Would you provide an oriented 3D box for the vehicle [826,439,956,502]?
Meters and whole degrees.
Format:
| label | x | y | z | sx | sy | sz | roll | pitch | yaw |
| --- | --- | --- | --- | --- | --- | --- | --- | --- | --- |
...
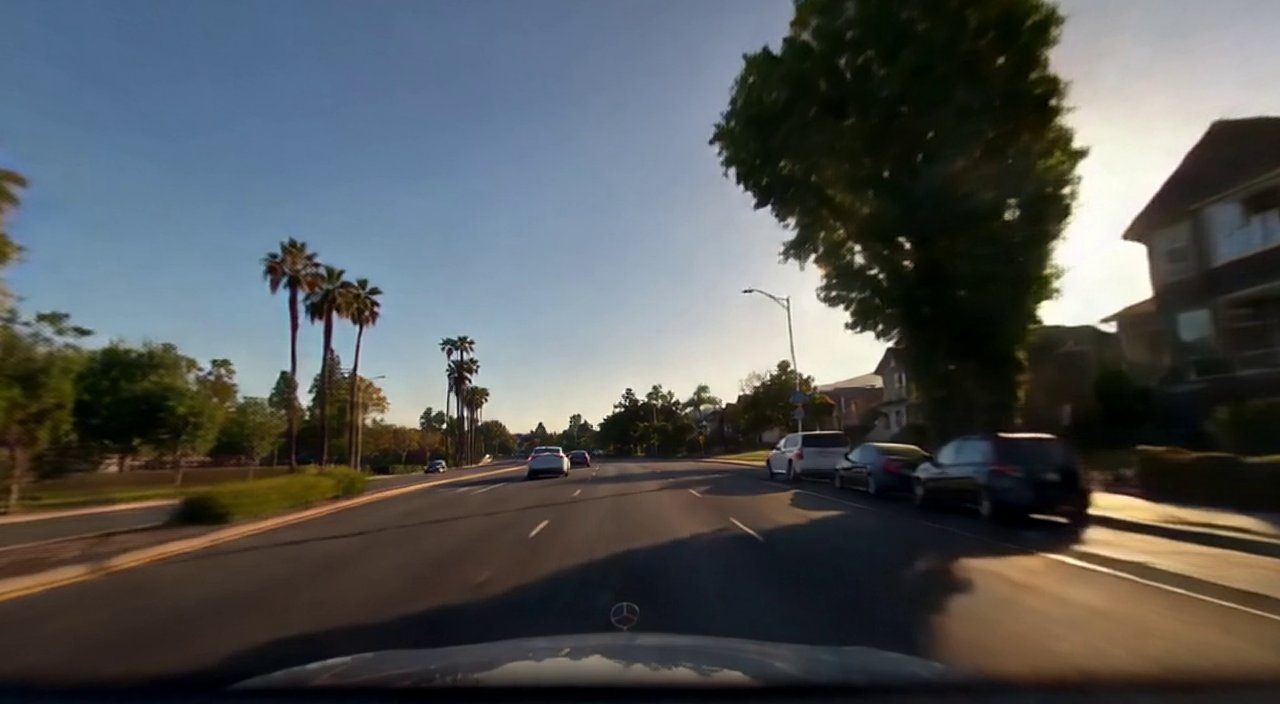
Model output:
| label | x | y | z | sx | sy | sz | roll | pitch | yaw |
| --- | --- | --- | --- | --- | --- | --- | --- | --- | --- |
| vehicle | 6.803 | 3.234 | 17.683 | 1.814 | 1.521 | 4.215 | 0 | -8 | -2 |

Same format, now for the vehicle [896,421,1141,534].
| label | x | y | z | sx | sy | sz | roll | pitch | yaw |
| --- | --- | --- | --- | --- | --- | --- | --- | --- | --- |
| vehicle | 6.672 | 2.241 | 11.865 | 1.962 | 1.725 | 4.257 | 0 | -8 | 1 |

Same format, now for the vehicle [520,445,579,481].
| label | x | y | z | sx | sy | sz | roll | pitch | yaw |
| --- | --- | --- | --- | --- | --- | --- | --- | --- | --- |
| vehicle | -3.937 | 4.904 | 28.254 | 2.108 | 1.475 | 4.555 | 0 | -8 | -1 |

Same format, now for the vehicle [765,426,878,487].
| label | x | y | z | sx | sy | sz | roll | pitch | yaw |
| --- | --- | --- | --- | --- | --- | --- | --- | --- | --- |
| vehicle | 6.618 | 3.917 | 23.958 | 2.418 | 2.004 | 6.128 | 0 | -8 | 0 |
